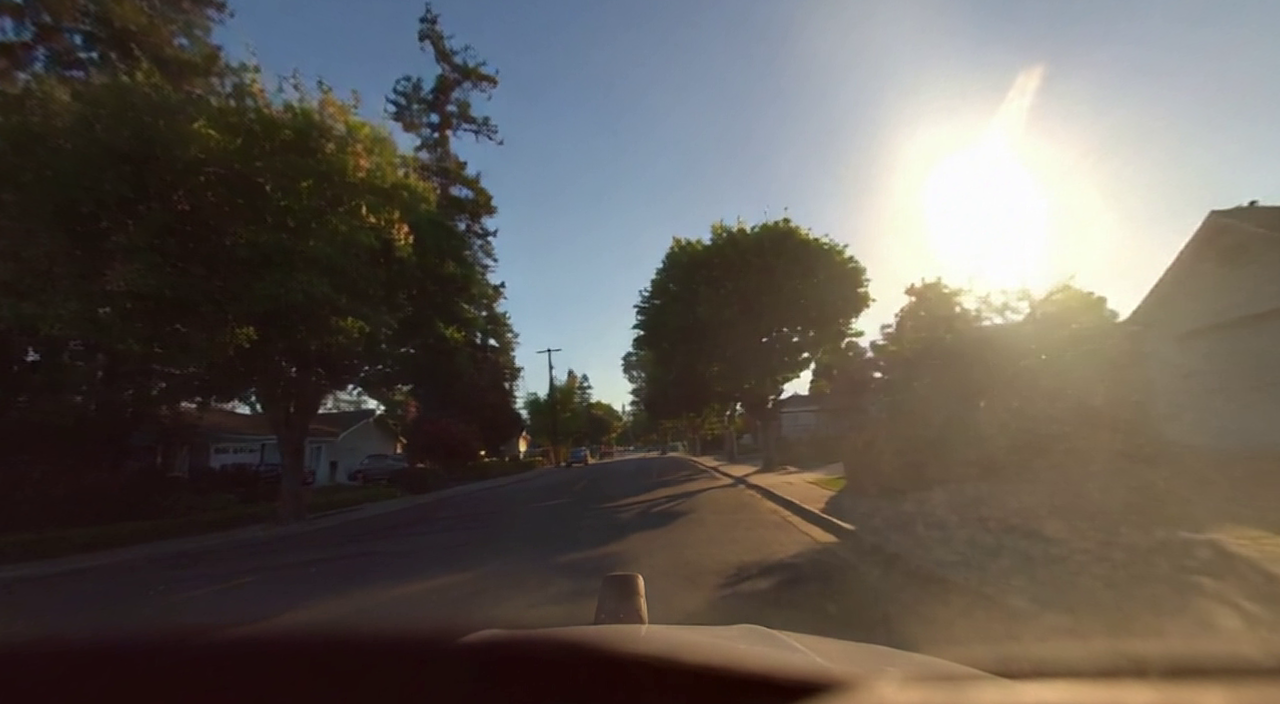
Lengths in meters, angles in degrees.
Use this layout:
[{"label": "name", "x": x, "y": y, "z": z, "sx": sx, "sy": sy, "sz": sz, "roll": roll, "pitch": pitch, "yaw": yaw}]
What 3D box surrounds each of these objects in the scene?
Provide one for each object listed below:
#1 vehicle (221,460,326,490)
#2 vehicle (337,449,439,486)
[{"label": "vehicle", "x": -19.604, "y": 6.582, "z": 33.928, "sx": 4.531, "sy": 1.470, "sz": 1.855, "roll": -2, "pitch": -9, "yaw": 4}, {"label": "vehicle", "x": -13.234, "y": 6.058, "z": 33.333, "sx": 4.559, "sy": 1.745, "sz": 1.918, "roll": -1, "pitch": -9, "yaw": 0}]
